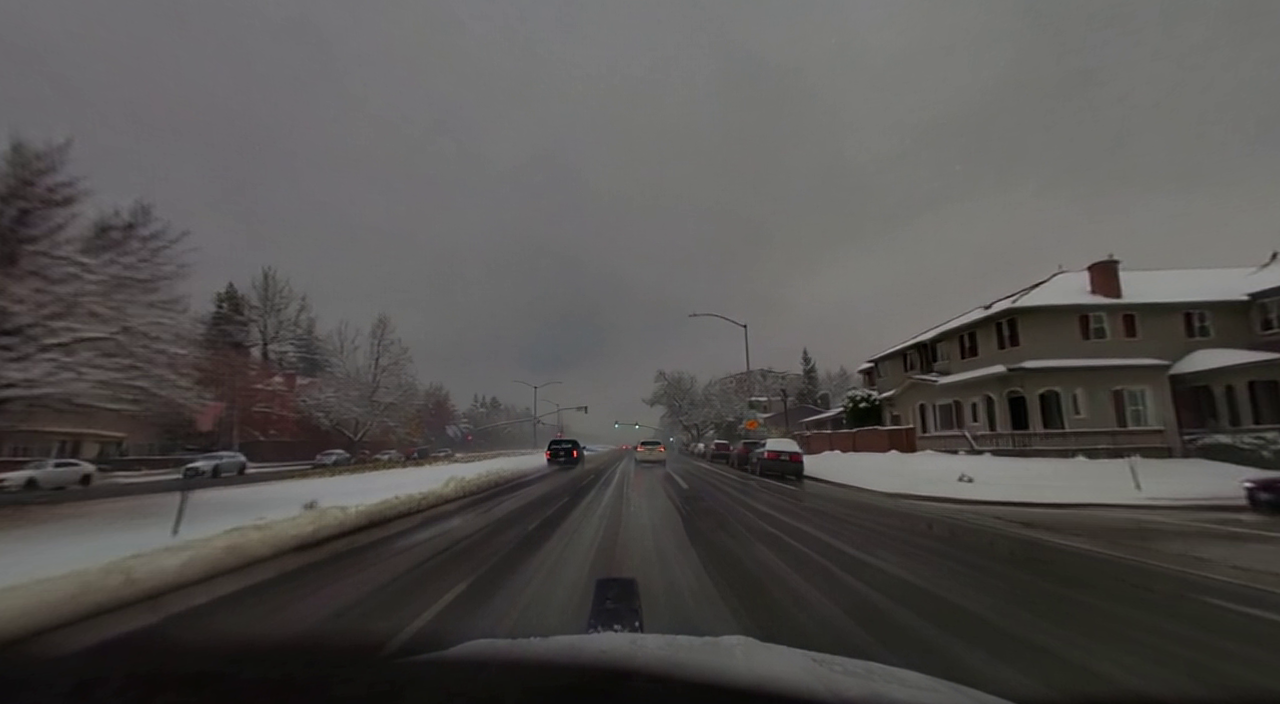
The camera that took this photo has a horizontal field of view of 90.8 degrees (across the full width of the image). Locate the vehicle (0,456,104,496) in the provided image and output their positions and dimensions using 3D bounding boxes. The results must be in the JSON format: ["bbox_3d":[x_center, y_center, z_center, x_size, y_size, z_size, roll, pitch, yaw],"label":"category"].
[{"bbox_3d":[-25.721,5.192,26.809,1.839,1.463,4.705,0,-9,-1],"label":"vehicle"}]

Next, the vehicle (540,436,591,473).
[{"bbox_3d":[-3.881,5.466,33.833,2.233,1.775,4.491,0,-9,0],"label":"vehicle"}]

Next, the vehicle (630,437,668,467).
[{"bbox_3d":[0.535,6.534,41.438,2.273,1.851,5.075,0,-9,-1],"label":"vehicle"}]

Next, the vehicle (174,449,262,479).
[{"bbox_3d":[-25.910,6.866,39.004,2.018,1.721,4.735,-1,-9,2],"label":"vehicle"}]

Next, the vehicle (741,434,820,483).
[{"bbox_3d":[5.720,4.422,26.407,2.154,1.824,4.782,0,-9,-1],"label":"vehicle"}]

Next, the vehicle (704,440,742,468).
[{"bbox_3d":[5.530,6.889,42.736,2.020,1.762,4.559,0,-9,1],"label":"vehicle"}]
